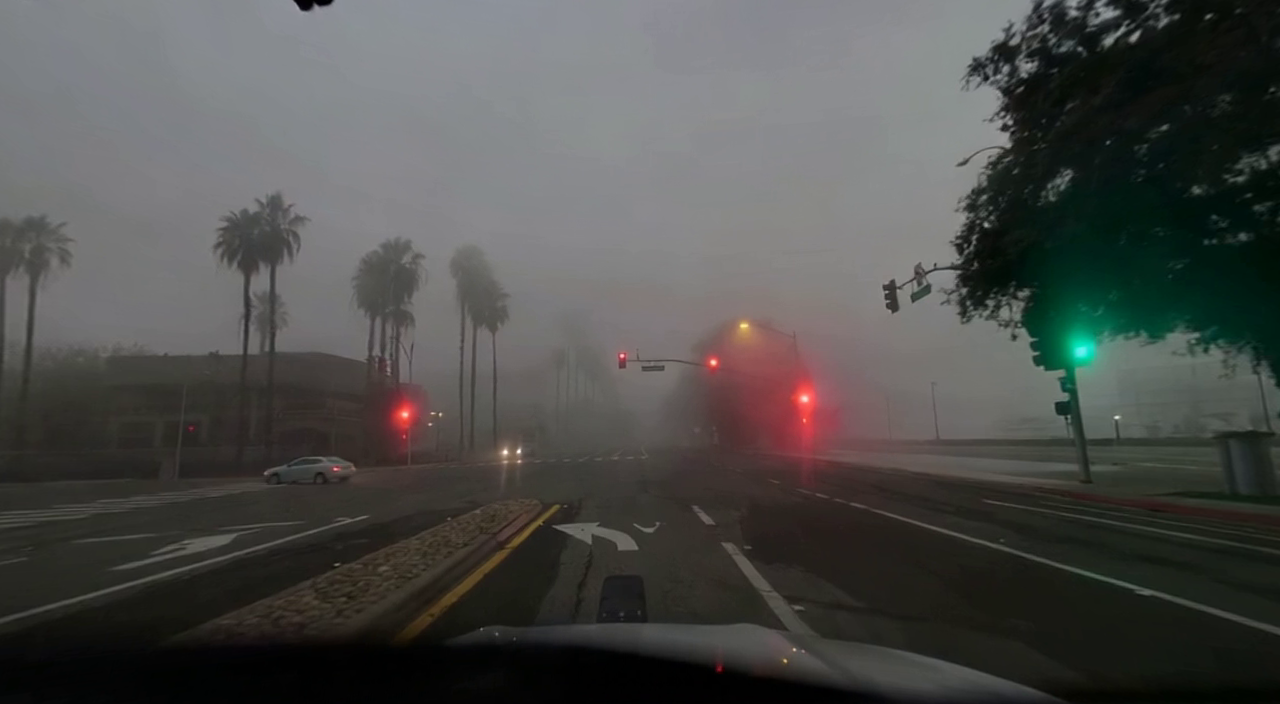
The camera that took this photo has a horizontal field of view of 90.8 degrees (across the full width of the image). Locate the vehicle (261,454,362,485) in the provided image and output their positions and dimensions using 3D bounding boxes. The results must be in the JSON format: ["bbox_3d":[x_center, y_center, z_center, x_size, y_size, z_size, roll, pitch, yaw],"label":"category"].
[{"bbox_3d":[-16.698,5.939,32.174,4.386,1.481,2.037,-3,-9,19],"label":"vehicle"}]
